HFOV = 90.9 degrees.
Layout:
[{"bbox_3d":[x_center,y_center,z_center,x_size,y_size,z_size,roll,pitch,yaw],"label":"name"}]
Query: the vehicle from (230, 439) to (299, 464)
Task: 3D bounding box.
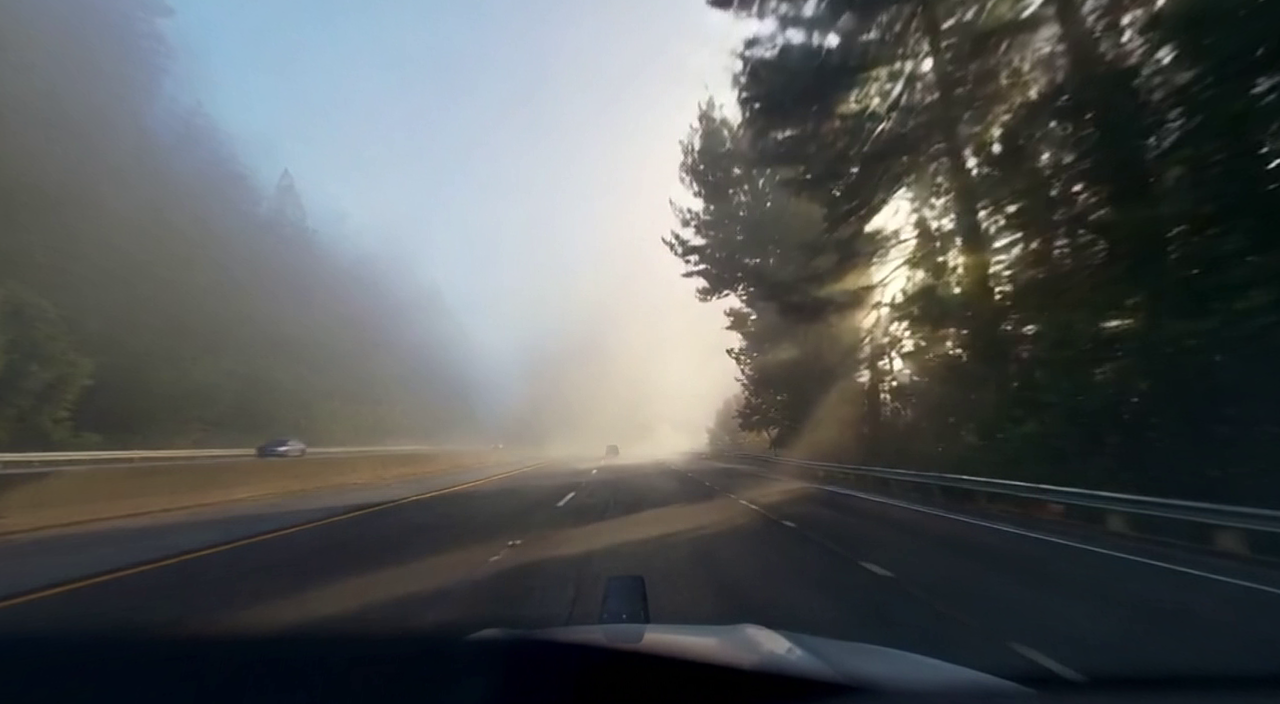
[{"bbox_3d":[-22.925,6.087,38.657,1.781,1.454,4.103,0,-9,-2],"label":"vehicle"}]
